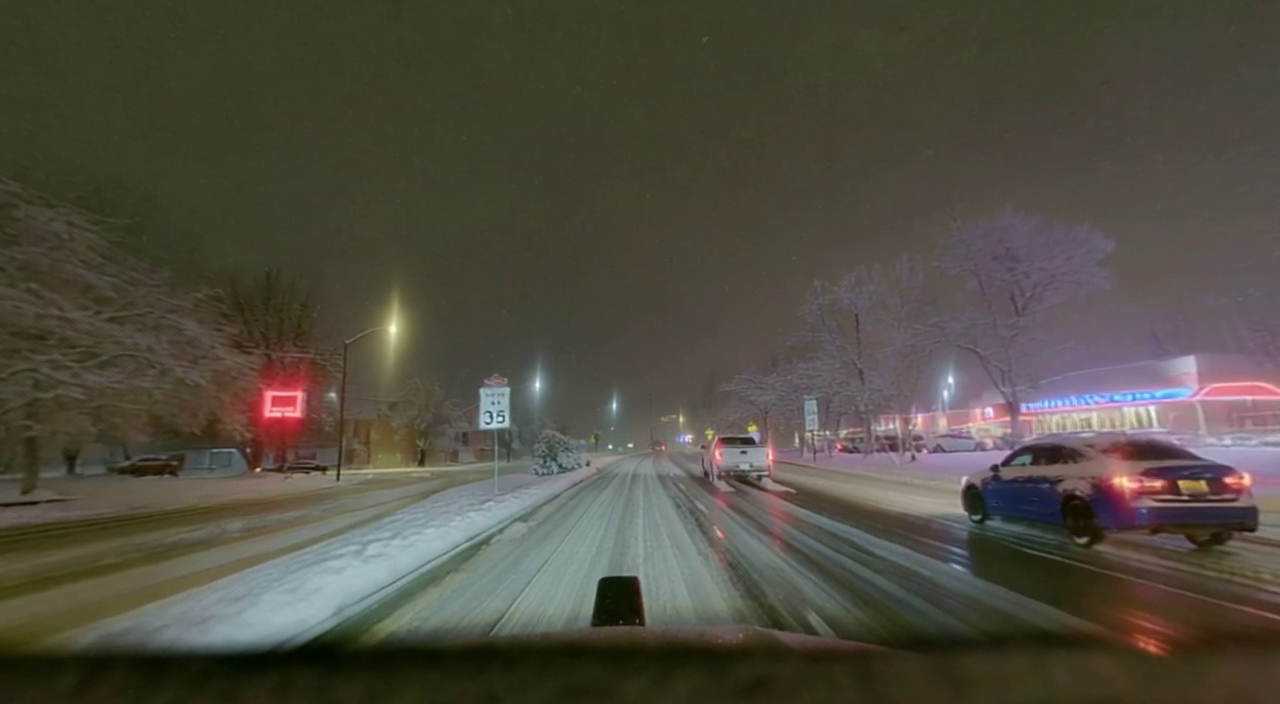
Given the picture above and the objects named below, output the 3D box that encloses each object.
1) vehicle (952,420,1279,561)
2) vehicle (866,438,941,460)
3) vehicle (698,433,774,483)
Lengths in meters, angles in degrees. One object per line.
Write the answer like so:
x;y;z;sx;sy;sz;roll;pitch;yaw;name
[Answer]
6.549;1.808;8.942;1.986;1.480;4.296;0;-9;-1;vehicle
18.204;6.749;43.782;4.337;1.447;1.933;0;-9;0;vehicle
3.642;4.133;24.914;2.214;1.749;4.998;0;-9;0;vehicle
